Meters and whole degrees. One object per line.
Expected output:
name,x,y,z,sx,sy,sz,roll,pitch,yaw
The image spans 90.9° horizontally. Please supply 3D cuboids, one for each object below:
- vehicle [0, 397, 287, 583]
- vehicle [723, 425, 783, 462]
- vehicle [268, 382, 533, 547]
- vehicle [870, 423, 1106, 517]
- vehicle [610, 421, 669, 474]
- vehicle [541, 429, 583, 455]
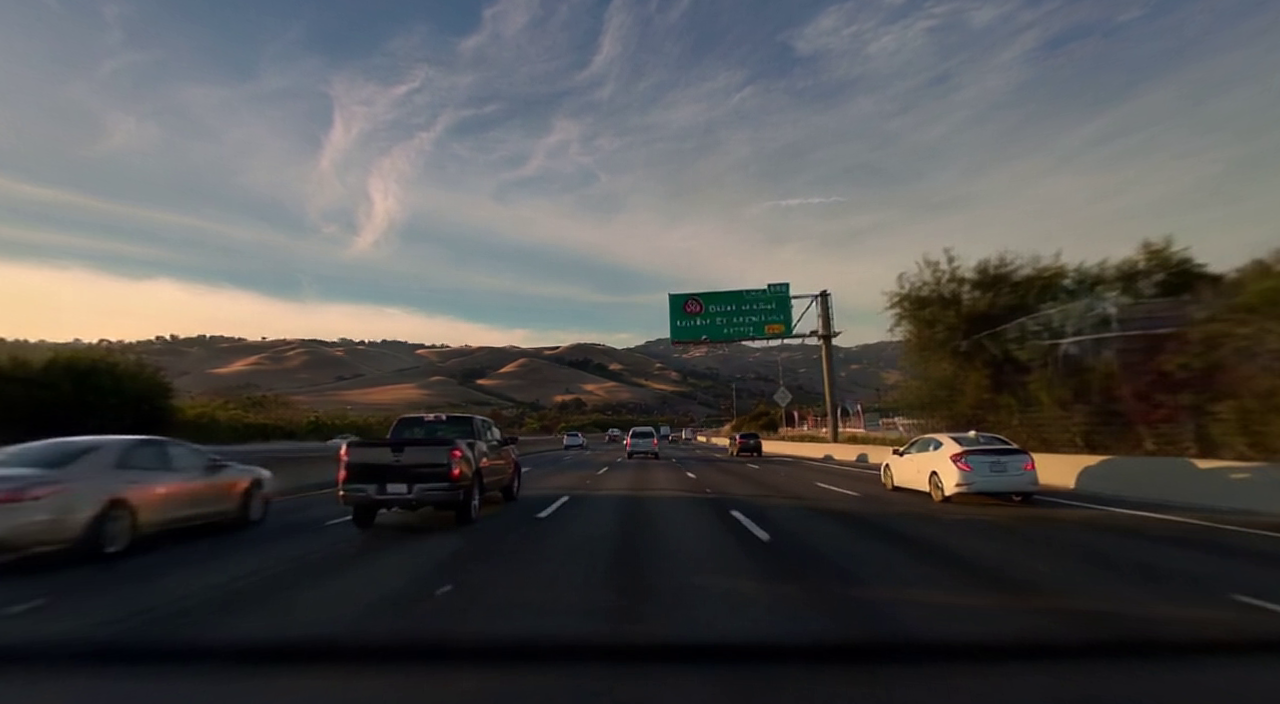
vehicle,-6.928,1.616,8.139,2.052,1.720,4.538,0,-8,1
vehicle,5.741,4.729,32.548,2.067,1.775,4.372,0,-8,-3
vehicle,-3.425,1.795,10.690,2.316,1.999,5.765,0,-8,-1
vehicle,6.268,2.169,12.119,1.998,1.456,4.338,0,-8,-1
vehicle,0.008,3.601,23.921,2.052,1.808,3.898,0,-8,1
vehicle,-5.894,6.919,48.367,2.238,1.837,5.979,-1,-8,2
